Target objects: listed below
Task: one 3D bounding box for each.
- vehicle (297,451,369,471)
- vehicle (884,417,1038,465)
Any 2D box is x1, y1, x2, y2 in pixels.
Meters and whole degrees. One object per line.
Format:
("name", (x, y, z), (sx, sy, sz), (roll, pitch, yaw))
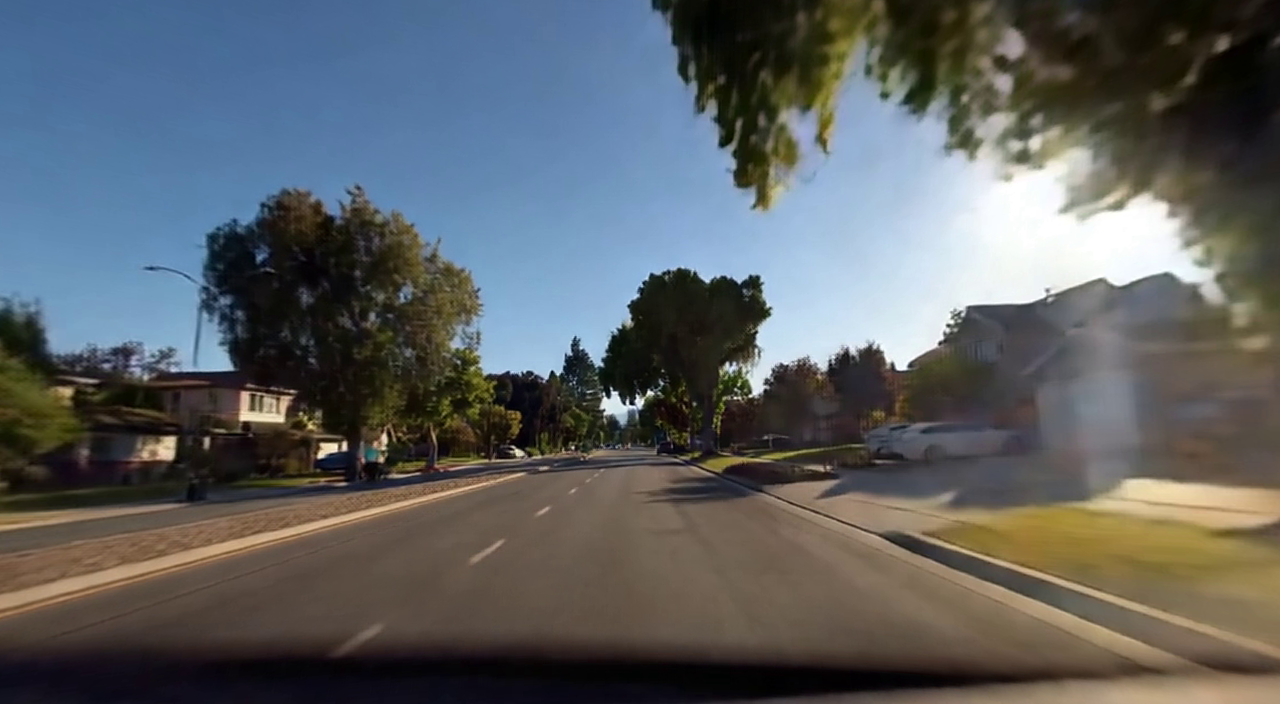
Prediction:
("vehicle", (-24.059, 8.560, 49.595), (4.595, 1.491, 1.902), (0, -9, -1))
("vehicle", (11.727, 3.285, 23.348), (4.545, 1.680, 2.001), (-1, -9, 4))
